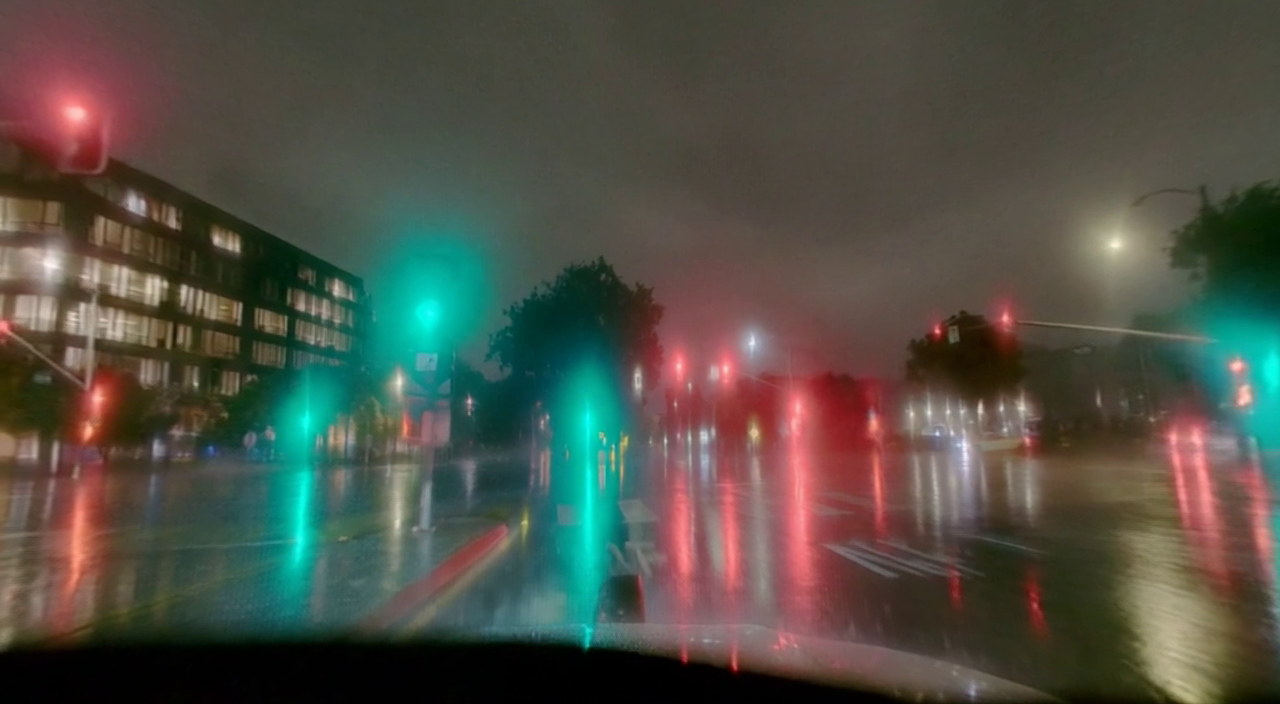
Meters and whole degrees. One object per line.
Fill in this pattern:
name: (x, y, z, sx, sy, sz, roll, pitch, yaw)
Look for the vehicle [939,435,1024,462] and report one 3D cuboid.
vehicle: (21.503, 6.042, 39.701, 4.769, 1.634, 1.884, 3, -9, -19)
